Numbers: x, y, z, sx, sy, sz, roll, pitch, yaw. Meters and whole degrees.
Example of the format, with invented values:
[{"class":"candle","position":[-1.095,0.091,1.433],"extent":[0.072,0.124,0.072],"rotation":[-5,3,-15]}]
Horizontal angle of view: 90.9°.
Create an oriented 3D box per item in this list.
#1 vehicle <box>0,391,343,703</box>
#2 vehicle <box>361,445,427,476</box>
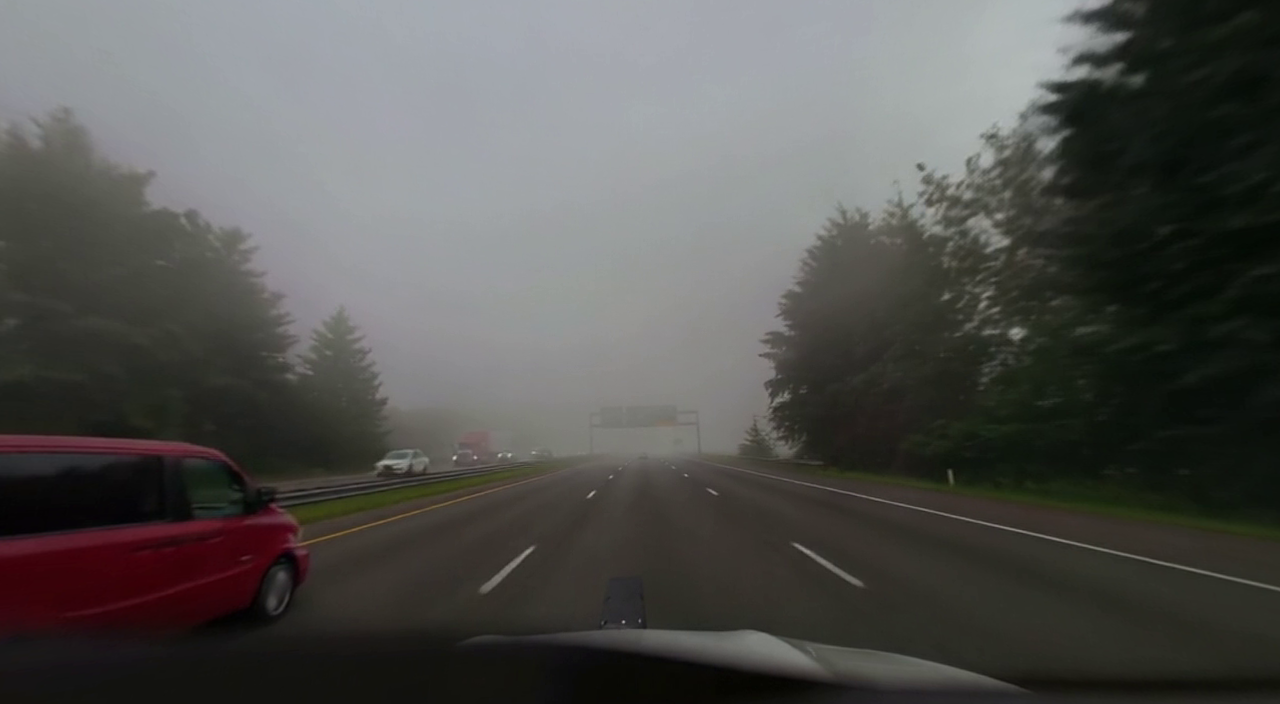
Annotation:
[{"class":"vehicle","position":[-3.460,1.039,3.304],"extent":[1.815,1.500,4.036],"rotation":[0,-9,0]},{"class":"vehicle","position":[-14.437,6.397,37.278],"extent":[2.059,1.722,4.527],"rotation":[0,-9,0]}]
